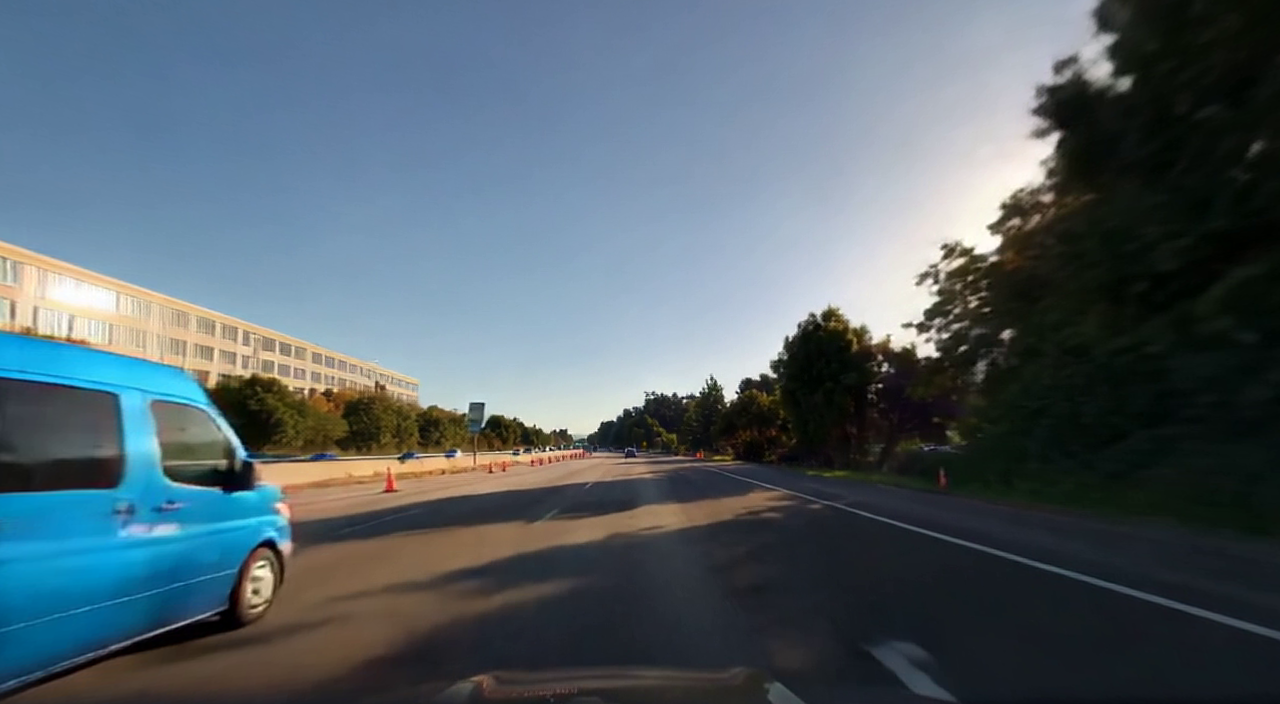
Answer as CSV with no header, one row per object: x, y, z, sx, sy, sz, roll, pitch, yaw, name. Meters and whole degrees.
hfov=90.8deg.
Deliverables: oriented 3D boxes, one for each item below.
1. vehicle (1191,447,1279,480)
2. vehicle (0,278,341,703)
29.901,5.449,31.007,3.810,1.500,1.922,0,-8,0,vehicle
-3.669,0.804,3.279,2.046,1.982,4.465,0,-9,-1,vehicle
